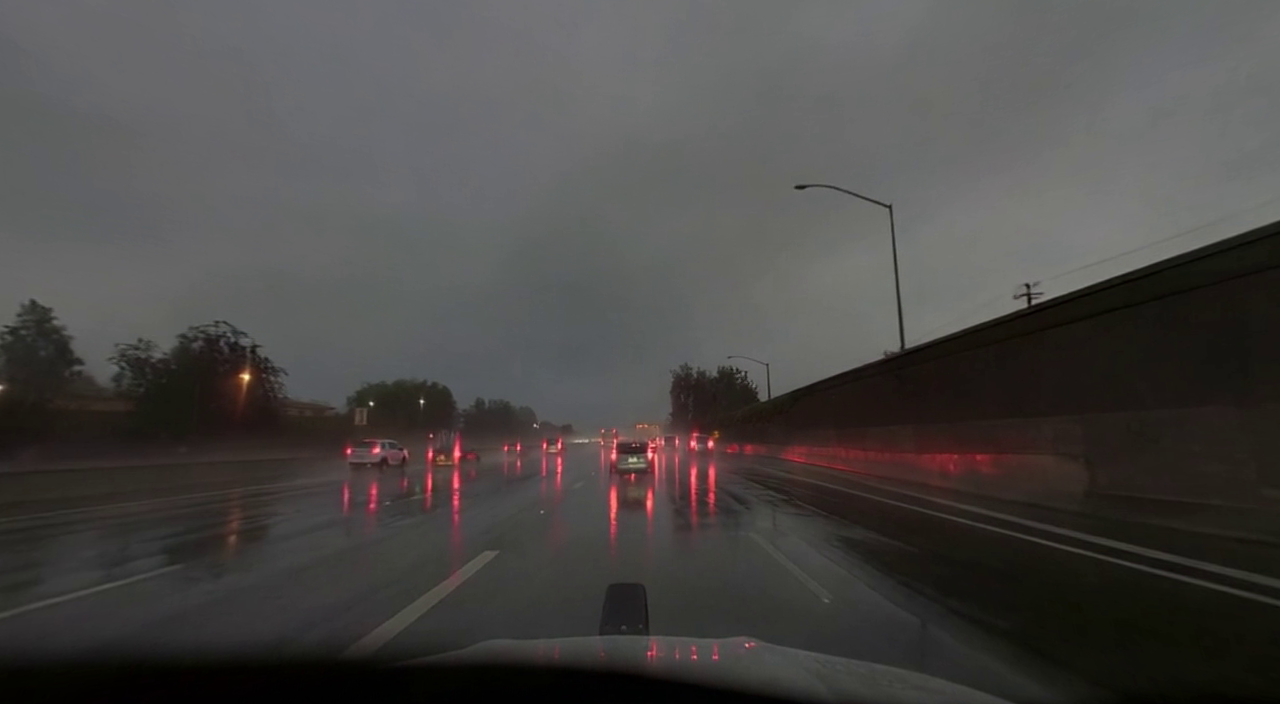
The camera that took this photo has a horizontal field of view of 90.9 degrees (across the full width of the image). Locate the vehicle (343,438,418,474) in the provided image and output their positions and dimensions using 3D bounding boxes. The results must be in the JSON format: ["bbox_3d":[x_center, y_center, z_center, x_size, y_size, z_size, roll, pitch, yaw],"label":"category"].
[{"bbox_3d":[-13.569,5.459,33.319,2.045,1.712,4.457,0,-8,1],"label":"vehicle"}]

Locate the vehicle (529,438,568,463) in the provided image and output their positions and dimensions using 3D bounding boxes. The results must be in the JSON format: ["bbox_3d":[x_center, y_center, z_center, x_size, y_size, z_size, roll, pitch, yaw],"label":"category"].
[{"bbox_3d":[-6.485,7.018,45.170,2.060,1.669,4.242,0,-8,1],"label":"vehicle"}]

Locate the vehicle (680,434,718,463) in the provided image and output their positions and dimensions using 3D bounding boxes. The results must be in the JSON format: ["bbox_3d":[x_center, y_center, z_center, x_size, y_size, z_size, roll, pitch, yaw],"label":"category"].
[{"bbox_3d":[3.765,6.309,41.211,2.001,1.771,4.250,0,-8,-1],"label":"vehicle"}]

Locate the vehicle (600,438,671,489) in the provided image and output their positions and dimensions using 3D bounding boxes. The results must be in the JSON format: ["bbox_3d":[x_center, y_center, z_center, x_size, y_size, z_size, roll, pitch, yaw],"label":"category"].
[{"bbox_3d":[-0.090,3.542,20.354,2.042,1.446,4.269,0,-8,1],"label":"vehicle"}]

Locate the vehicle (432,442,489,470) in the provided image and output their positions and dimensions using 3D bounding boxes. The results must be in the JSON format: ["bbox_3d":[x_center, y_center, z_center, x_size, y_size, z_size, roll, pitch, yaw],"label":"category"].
[{"bbox_3d":[-10.283,5.970,36.452,1.961,1.510,4.260,0,-8,1],"label":"vehicle"}]
